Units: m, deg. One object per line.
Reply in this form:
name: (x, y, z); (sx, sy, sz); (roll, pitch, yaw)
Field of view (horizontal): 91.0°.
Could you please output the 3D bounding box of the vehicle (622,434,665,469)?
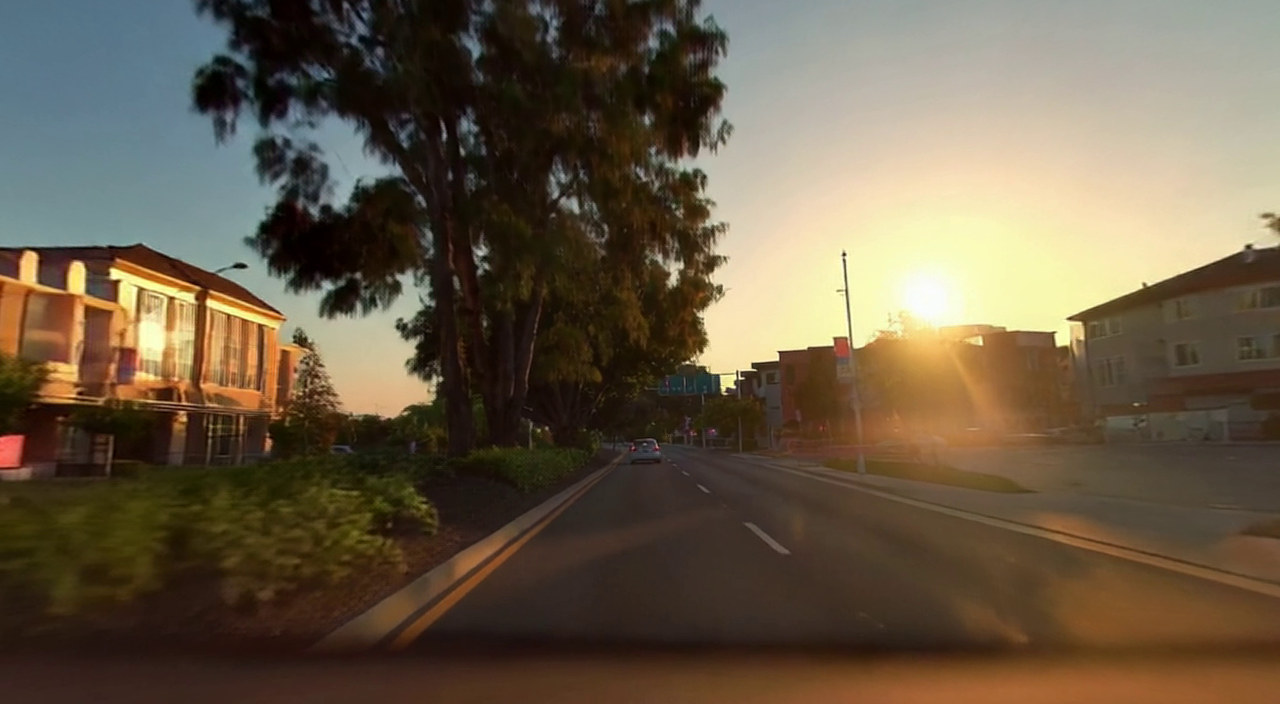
vehicle: (0.262, 5.579, 35.492); (2.235, 1.719, 4.292); (2, -8, 2)
